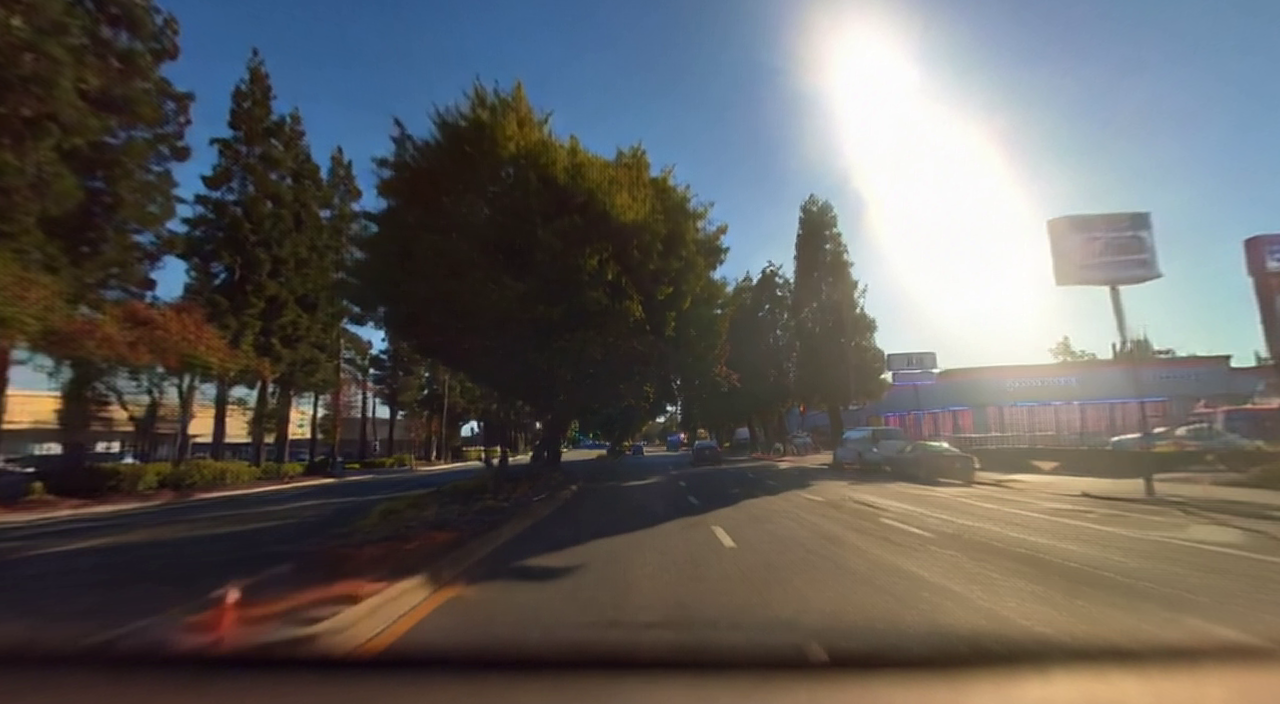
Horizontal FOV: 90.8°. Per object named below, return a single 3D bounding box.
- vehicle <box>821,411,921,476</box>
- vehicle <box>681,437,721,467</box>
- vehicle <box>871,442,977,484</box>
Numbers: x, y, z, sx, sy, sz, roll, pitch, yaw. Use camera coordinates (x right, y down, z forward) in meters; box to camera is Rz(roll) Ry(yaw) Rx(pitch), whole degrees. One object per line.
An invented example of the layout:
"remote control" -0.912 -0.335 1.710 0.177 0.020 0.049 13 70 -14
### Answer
"vehicle" 10.774 4.374 30.097 2.507 2.745 5.779 0 -9 0
"vehicle" 3.587 5.977 37.812 1.957 1.643 4.226 0 -9 0
"vehicle" 10.738 4.220 24.336 1.857 1.411 4.859 0 -9 1
